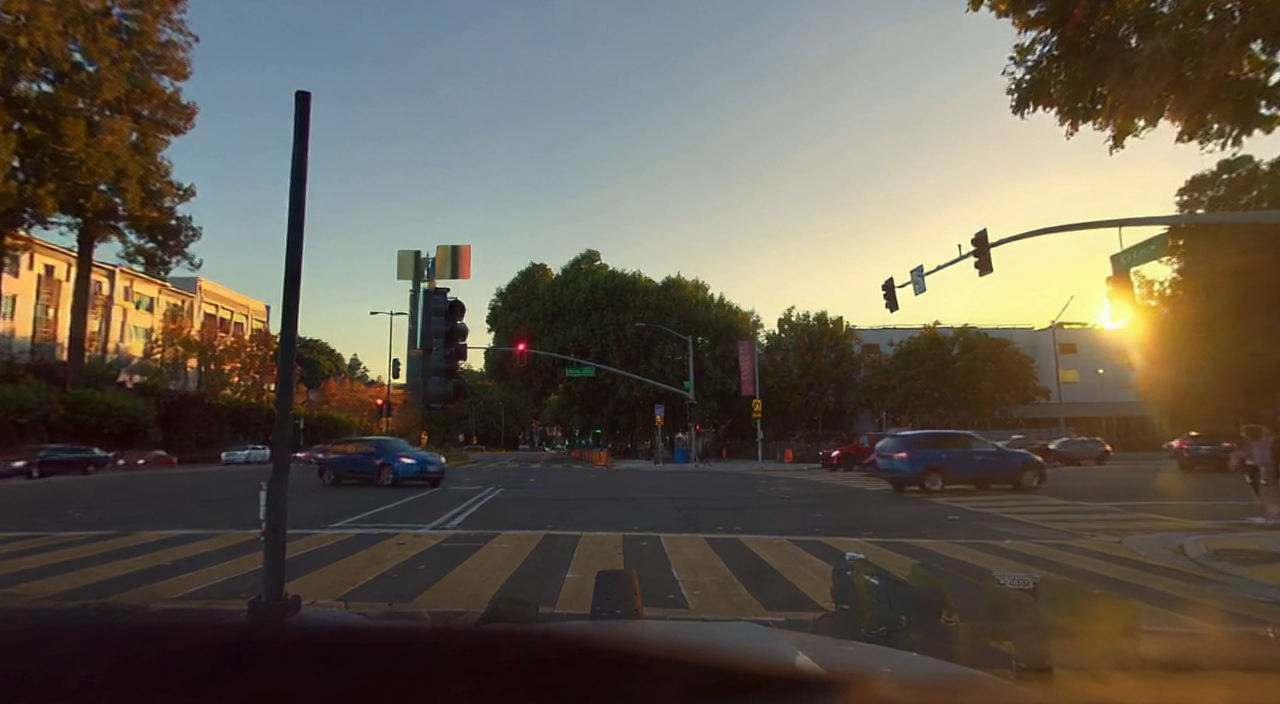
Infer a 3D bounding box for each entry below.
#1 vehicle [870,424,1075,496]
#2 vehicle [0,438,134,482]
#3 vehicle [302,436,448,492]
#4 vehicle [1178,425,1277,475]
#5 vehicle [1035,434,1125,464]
[{"bbox_3d":[9.016,2.928,17.374,4.509,1.821,2.066,1,-9,-9],"label":"vehicle"},{"bbox_3d":[-23.558,4.372,25.831,1.951,1.609,4.693,0,-8,-2],"label":"vehicle"},{"bbox_3d":[-8.248,3.403,19.585,4.312,1.540,2.007,-6,-10,33],"label":"vehicle"},{"bbox_3d":[23.723,3.984,25.786,2.457,1.777,6.196,-7,-11,39],"label":"vehicle"},{"bbox_3d":[27.753,6.149,40.085,2.156,1.719,4.780,0,-8,-2],"label":"vehicle"}]
